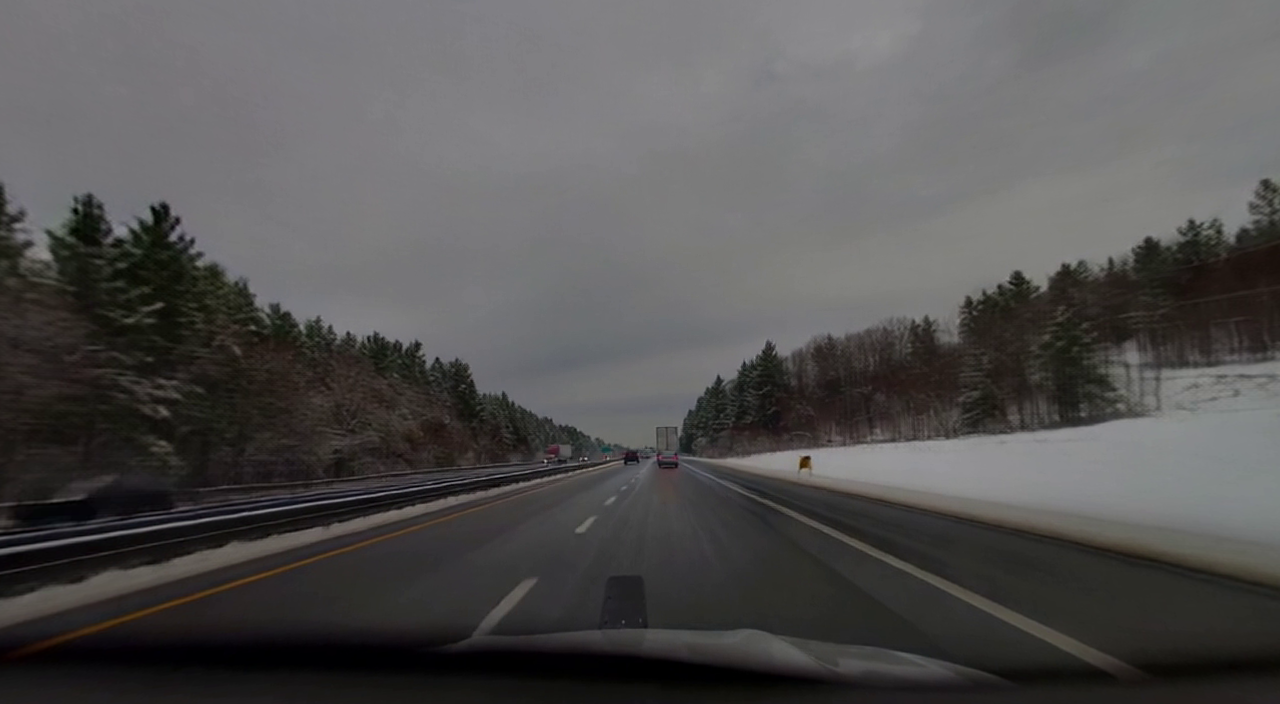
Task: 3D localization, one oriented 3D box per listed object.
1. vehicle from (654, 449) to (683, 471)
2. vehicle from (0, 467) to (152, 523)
[{"bbox_3d":[2.161,8.280,48.484,2.096,1.653,4.185,0,-9,2],"label":"vehicle"},{"bbox_3d":[-17.755,4.355,19.610,1.876,1.437,3.888,0,-9,2],"label":"vehicle"}]
